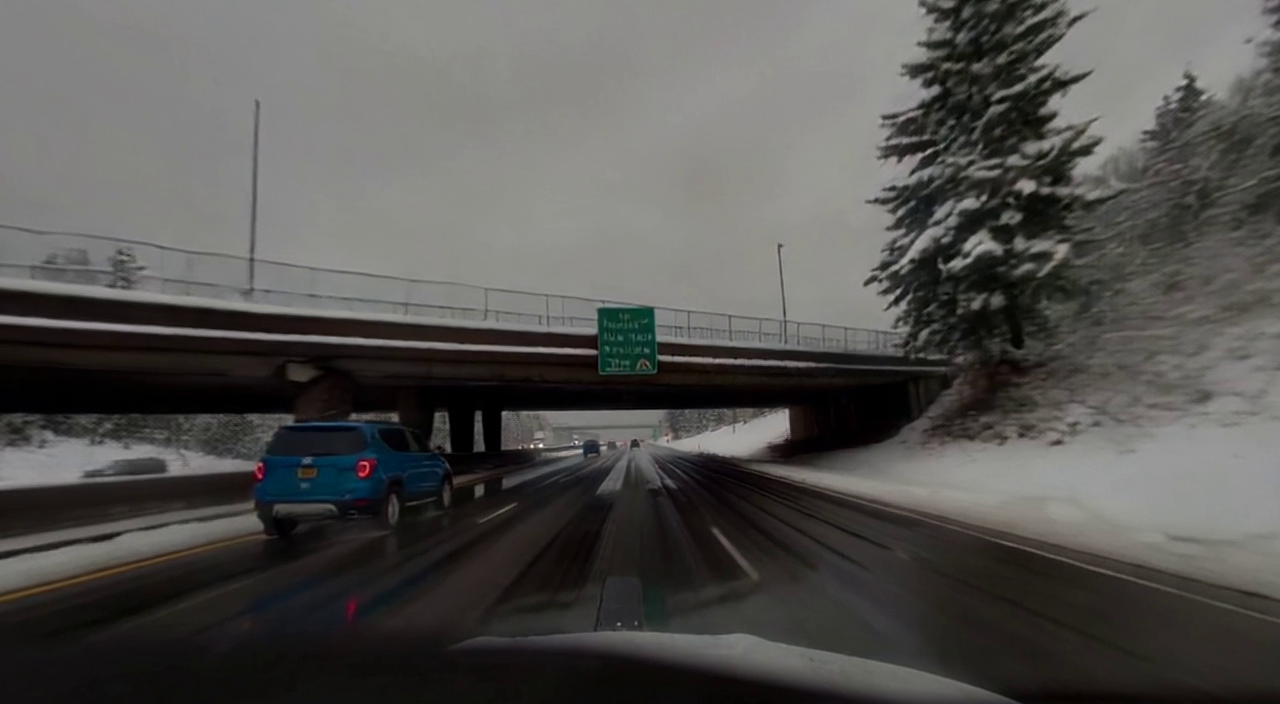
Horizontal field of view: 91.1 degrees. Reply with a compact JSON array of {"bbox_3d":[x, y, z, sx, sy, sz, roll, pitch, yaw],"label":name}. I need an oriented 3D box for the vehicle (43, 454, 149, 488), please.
[{"bbox_3d":[-27.887,6.082,32.386,1.773,1.554,4.111,0,-8,-1],"label":"vehicle"}]

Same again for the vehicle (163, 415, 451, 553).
[{"bbox_3d":[-4.736,1.924,9.892,2.125,1.662,4.336,0,-8,0],"label":"vehicle"}]
